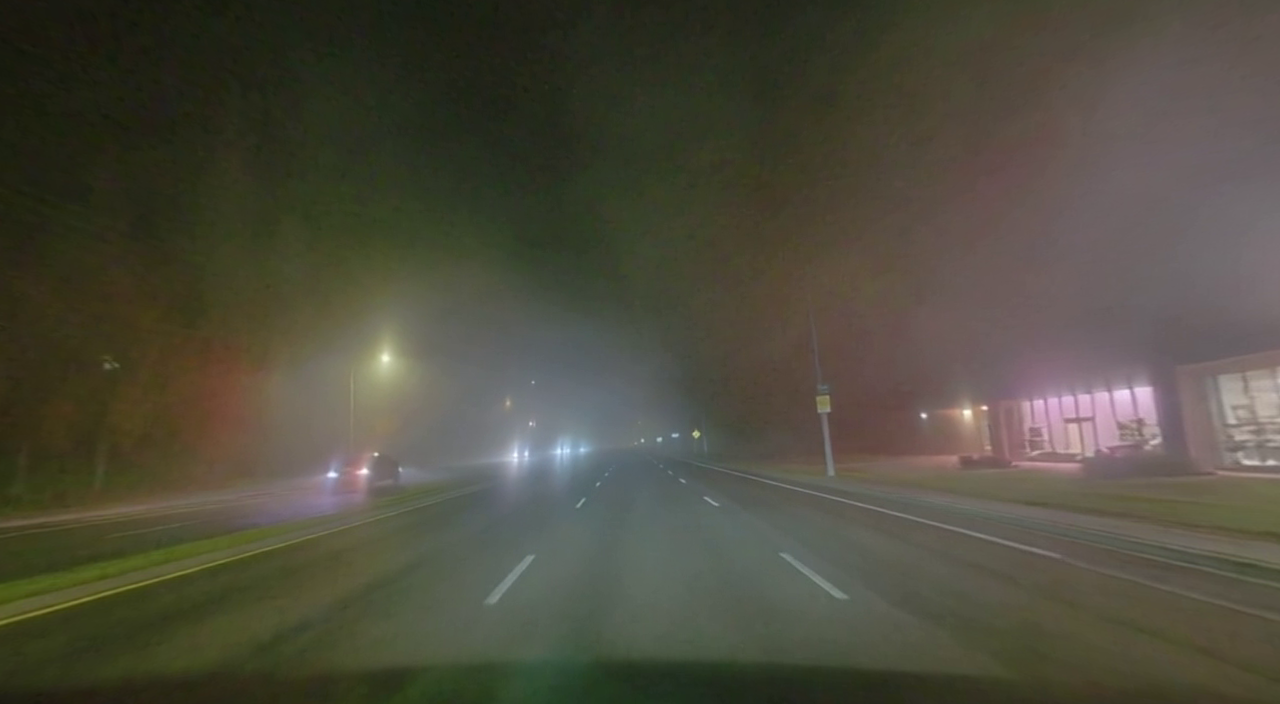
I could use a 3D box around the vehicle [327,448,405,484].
[{"bbox_3d":[-15.082,6.281,35.111,2.043,1.797,4.919,-1,-8,1],"label":"vehicle"}]
